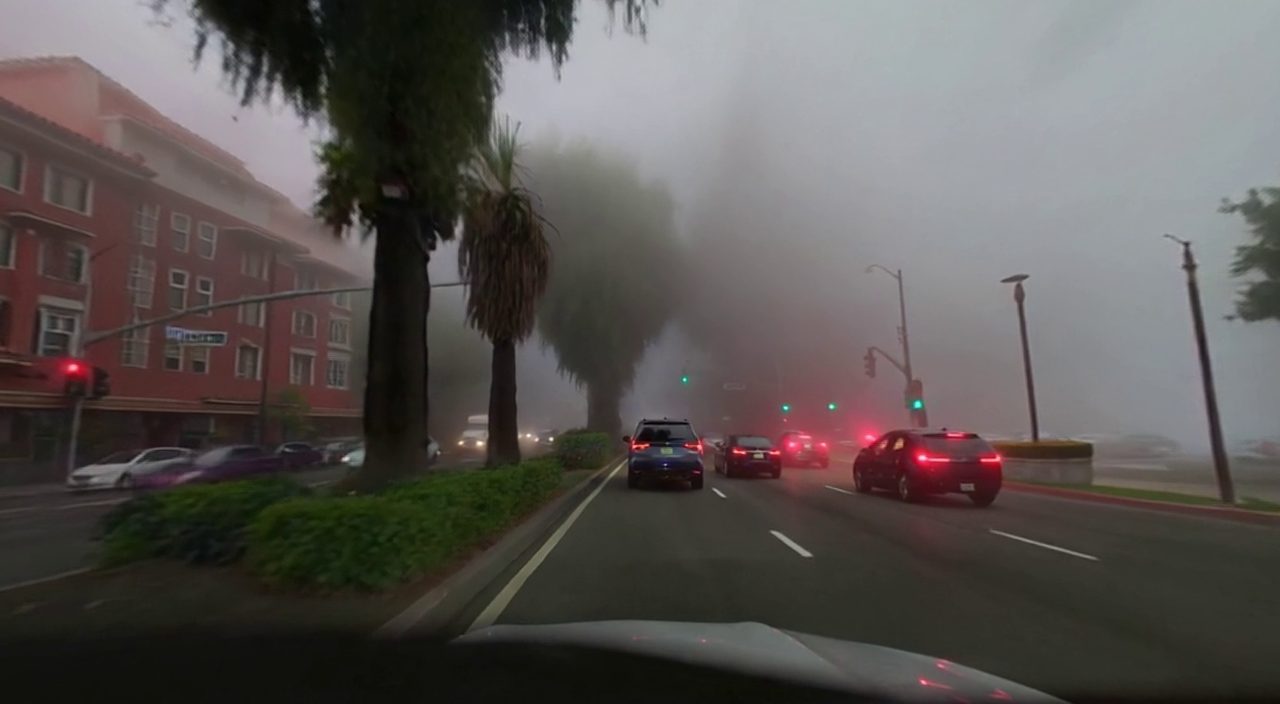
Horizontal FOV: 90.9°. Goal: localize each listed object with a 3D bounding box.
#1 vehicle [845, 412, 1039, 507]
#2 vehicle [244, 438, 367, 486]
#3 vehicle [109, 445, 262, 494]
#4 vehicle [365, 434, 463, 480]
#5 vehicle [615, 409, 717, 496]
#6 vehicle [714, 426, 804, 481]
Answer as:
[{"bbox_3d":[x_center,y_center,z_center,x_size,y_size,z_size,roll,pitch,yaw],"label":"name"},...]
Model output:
[{"bbox_3d":[7.200,2.632,15.927,2.215,1.973,5.323,0,-8,0],"label":"vehicle"},{"bbox_3d":[-11.489,3.779,22.019,2.011,1.520,3.902,0,-8,2],"label":"vehicle"},{"bbox_3d":[-15.192,3.906,21.450,1.858,1.465,4.368,0,-8,1],"label":"vehicle"},{"bbox_3d":[-8.194,3.843,23.314,1.937,1.530,4.107,0,-8,2],"label":"vehicle"},{"bbox_3d":[0.677,2.850,18.220,2.487,2.115,5.444,0,-8,1],"label":"vehicle"},{"bbox_3d":[4.057,3.575,22.462,2.283,1.738,4.916,0,-8,0],"label":"vehicle"}]
